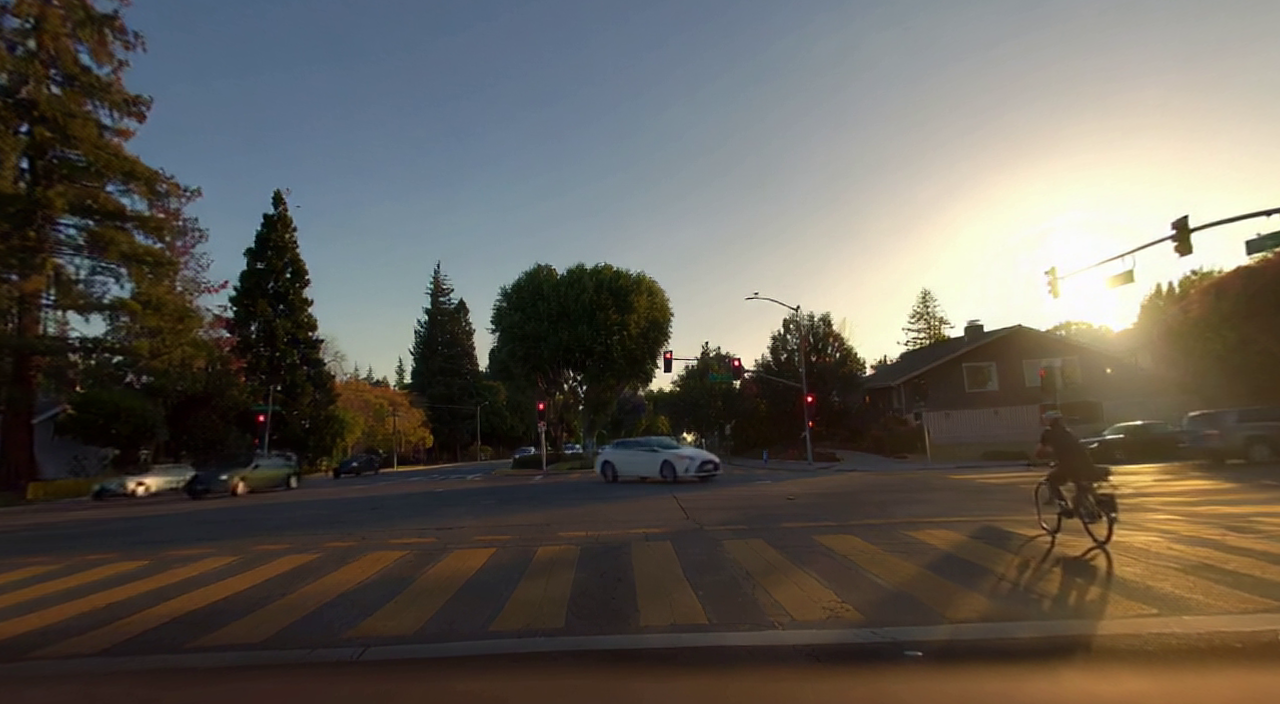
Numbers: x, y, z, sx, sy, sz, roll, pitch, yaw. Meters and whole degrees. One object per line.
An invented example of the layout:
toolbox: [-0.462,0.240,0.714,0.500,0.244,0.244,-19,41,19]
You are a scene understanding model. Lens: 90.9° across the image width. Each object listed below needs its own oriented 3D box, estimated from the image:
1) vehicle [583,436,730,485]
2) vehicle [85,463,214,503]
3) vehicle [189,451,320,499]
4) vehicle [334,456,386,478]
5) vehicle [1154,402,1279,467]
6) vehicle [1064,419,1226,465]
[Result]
vehicle: [0.485,3.691,21.723,4.749,1.496,2.017,-7,-11,36]
vehicle: [-20.945,5.585,27.204,1.872,1.455,4.576,0,-9,0]
vehicle: [-13.667,4.334,22.716,1.973,1.511,4.299,0,-9,1]
vehicle: [-19.895,8.180,44.992,1.810,1.393,4.423,0,-9,-2]
vehicle: [18.243,2.344,17.902,5.188,1.731,2.191,-1,-9,3]
vehicle: [17.347,3.108,21.806,3.969,1.493,1.823,0,-9,1]
